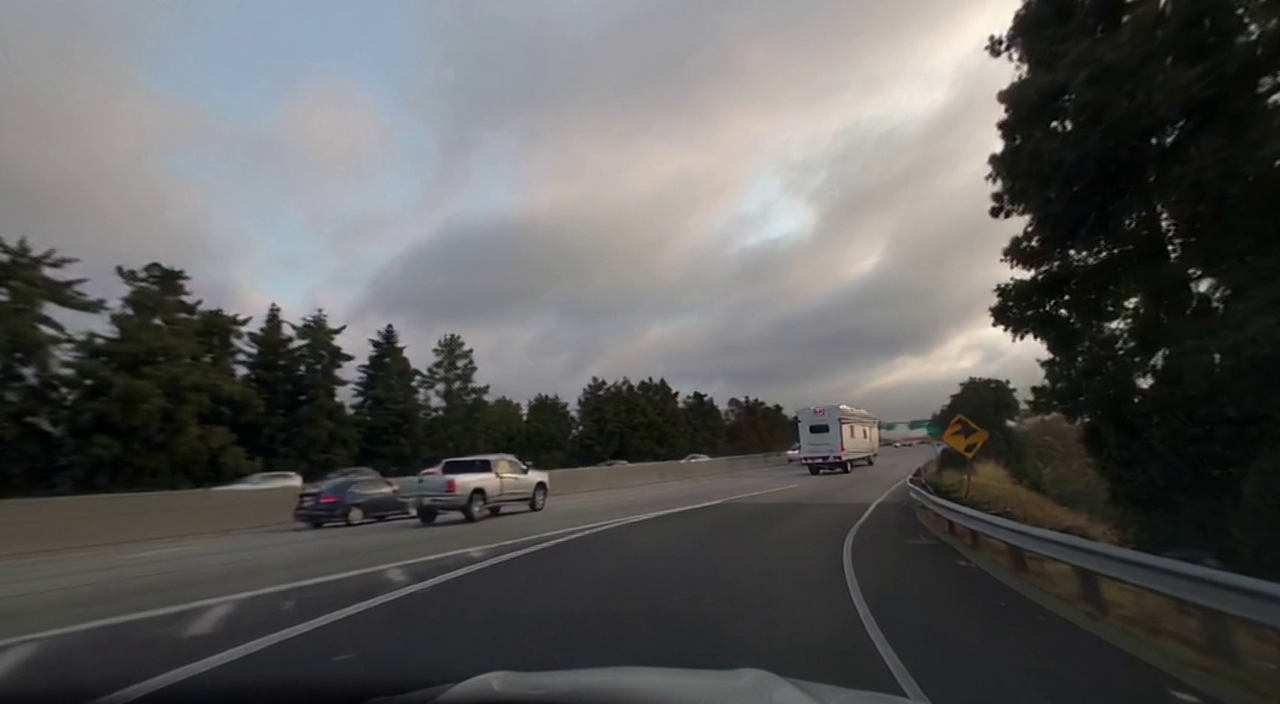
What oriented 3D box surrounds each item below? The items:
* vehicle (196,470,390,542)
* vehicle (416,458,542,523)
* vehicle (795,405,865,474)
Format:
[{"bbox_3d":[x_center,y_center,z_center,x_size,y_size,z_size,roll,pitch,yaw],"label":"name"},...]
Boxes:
[{"bbox_3d":[-9.129,4.017,16.995,1.872,1.536,4.134,-5,-10,28],"label":"vehicle"},{"bbox_3d":[-4.415,3.780,17.649,1.778,1.560,3.030,-5,-10,28],"label":"vehicle"},{"bbox_3d":[13.643,6.283,44.692,3.123,4.328,9.076,-5,-10,26],"label":"vehicle"}]
